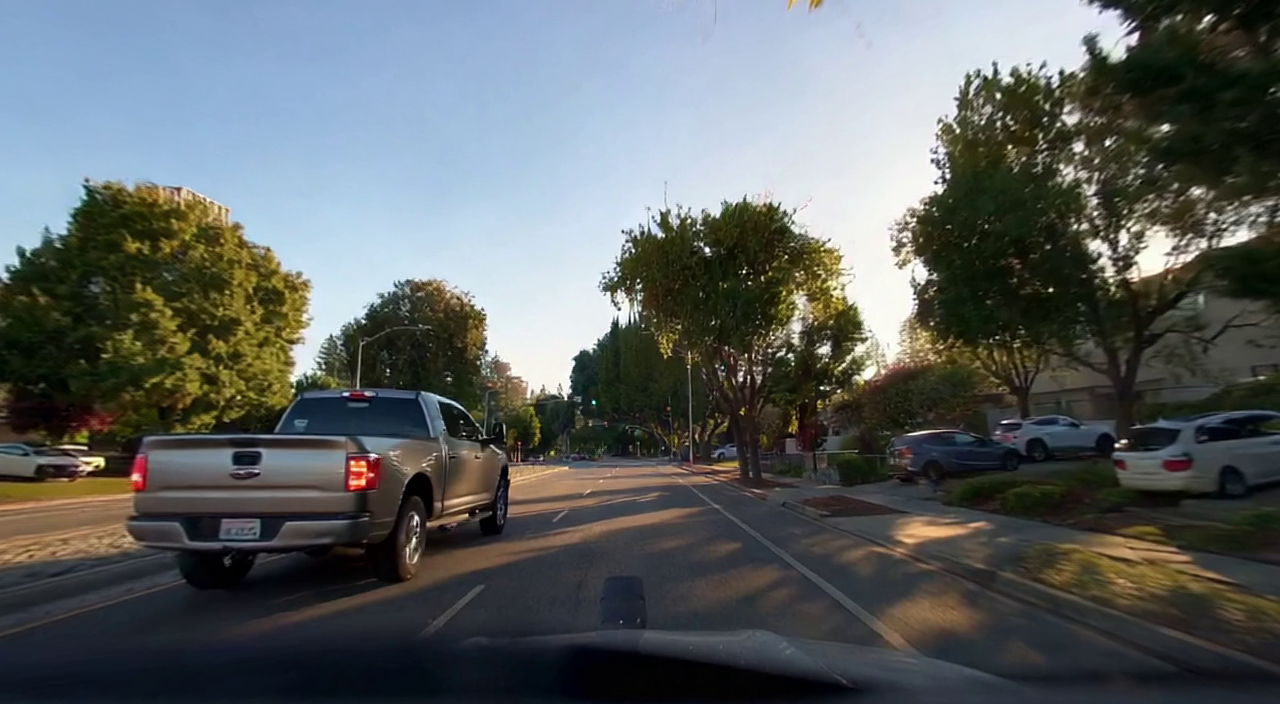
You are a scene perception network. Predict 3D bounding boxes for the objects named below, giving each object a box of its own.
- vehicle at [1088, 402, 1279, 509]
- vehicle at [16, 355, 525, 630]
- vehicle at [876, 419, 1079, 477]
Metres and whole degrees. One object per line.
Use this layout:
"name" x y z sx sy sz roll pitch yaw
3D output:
"vehicle" 11.022 1.597 10.665 5.237 1.495 2.073 -4 -9 0
"vehicle" -3.237 1.458 7.620 2.508 2.001 5.880 0 -9 1
"vehicle" 9.619 2.779 18.299 4.696 1.555 2.009 0 -9 -2
